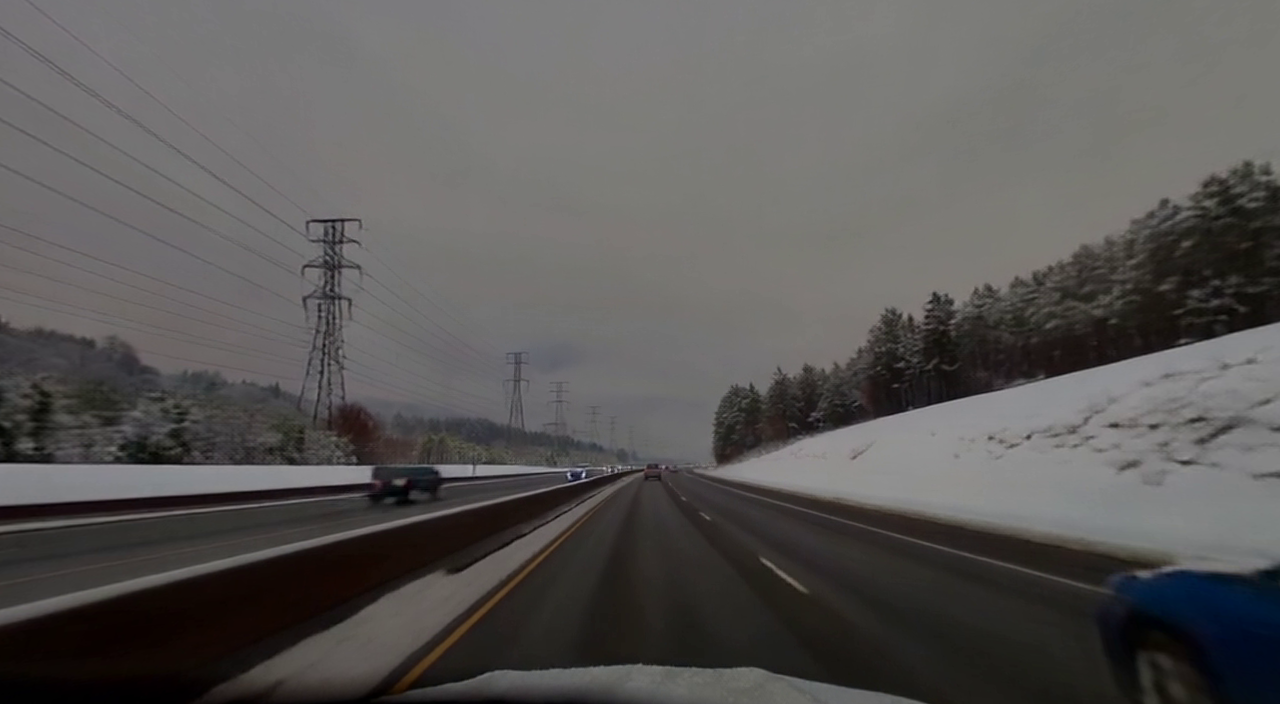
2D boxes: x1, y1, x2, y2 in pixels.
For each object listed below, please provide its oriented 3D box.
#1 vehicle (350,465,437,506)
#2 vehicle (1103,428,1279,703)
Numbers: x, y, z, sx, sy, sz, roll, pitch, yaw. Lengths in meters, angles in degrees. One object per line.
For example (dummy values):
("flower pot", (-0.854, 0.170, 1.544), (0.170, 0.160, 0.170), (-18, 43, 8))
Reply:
("vehicle", (-11.058, 6.022, 28.572), (2.023, 1.654, 4.480), (1, -10, 2))
("vehicle", (3.552, 0.894, 1.427), (1.985, 1.521, 3.904), (1, -10, 0))
